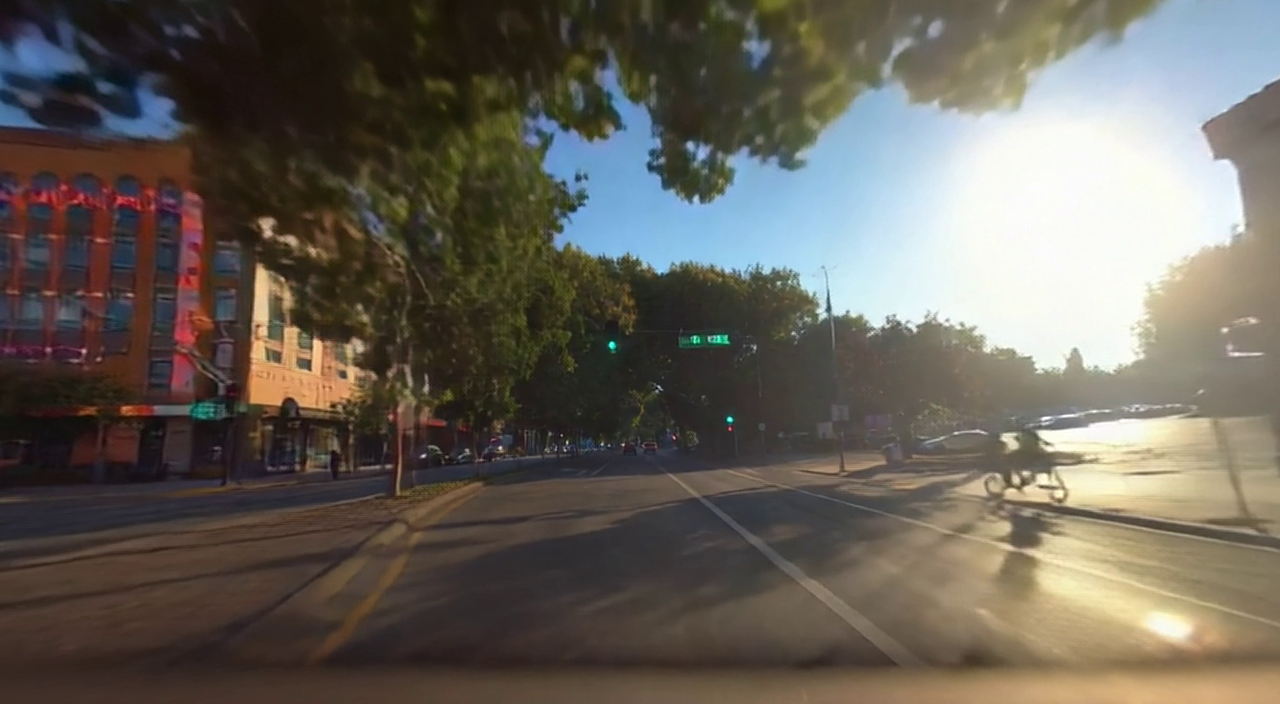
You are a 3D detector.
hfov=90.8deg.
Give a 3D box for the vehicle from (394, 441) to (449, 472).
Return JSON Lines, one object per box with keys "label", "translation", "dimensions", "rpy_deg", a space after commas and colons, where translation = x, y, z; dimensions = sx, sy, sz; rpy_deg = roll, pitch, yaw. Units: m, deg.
{"label": "vehicle", "translation": [-16.008, 7.721, 46.638], "dimensions": [2.246, 2.081, 5.416], "rpy_deg": [-1, -9, -1]}
